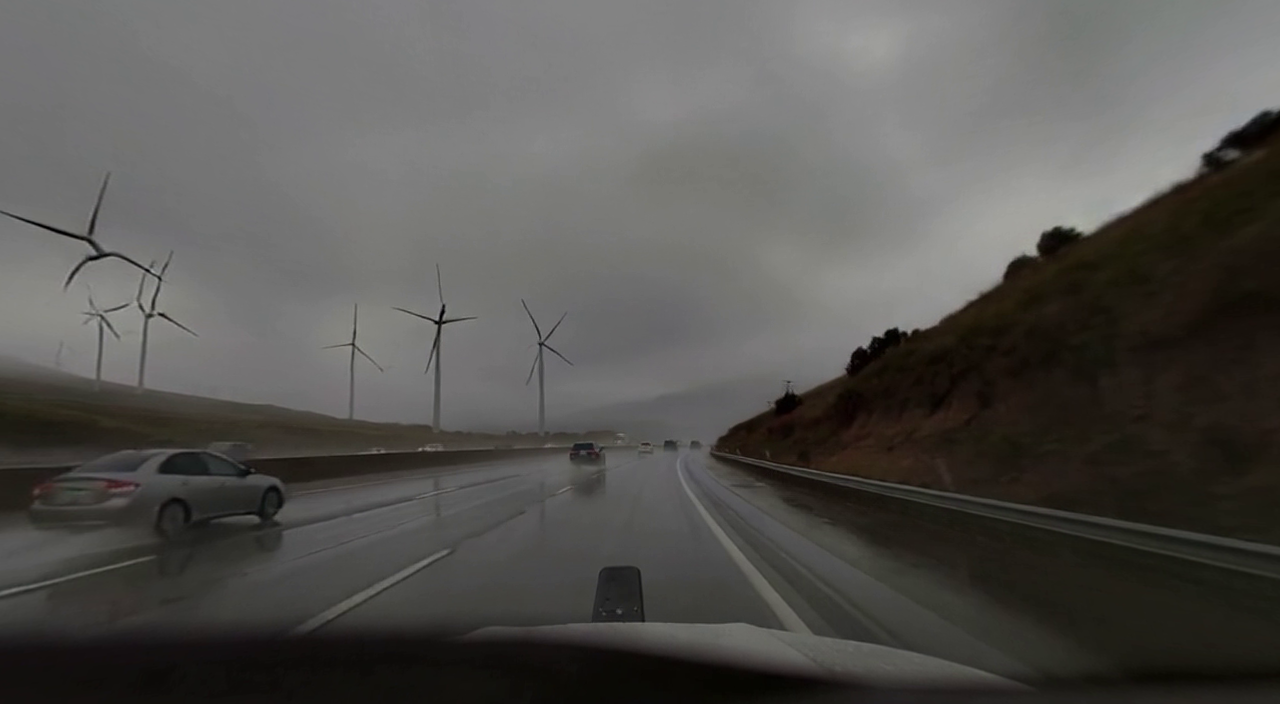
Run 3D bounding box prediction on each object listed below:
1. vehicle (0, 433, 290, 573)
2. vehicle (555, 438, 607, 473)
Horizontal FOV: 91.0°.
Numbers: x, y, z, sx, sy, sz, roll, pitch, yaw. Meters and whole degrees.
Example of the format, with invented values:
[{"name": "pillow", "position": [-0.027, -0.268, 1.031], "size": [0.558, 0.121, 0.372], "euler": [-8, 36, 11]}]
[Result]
[{"name": "vehicle", "position": [-7.681, 2.052, 9.477], "size": [2.015, 1.537, 4.728], "euler": [0, -9, 2]}, {"name": "vehicle", "position": [-3.039, 5.492, 33.664], "size": [2.118, 1.702, 4.355], "euler": [-1, -9, 3]}]
